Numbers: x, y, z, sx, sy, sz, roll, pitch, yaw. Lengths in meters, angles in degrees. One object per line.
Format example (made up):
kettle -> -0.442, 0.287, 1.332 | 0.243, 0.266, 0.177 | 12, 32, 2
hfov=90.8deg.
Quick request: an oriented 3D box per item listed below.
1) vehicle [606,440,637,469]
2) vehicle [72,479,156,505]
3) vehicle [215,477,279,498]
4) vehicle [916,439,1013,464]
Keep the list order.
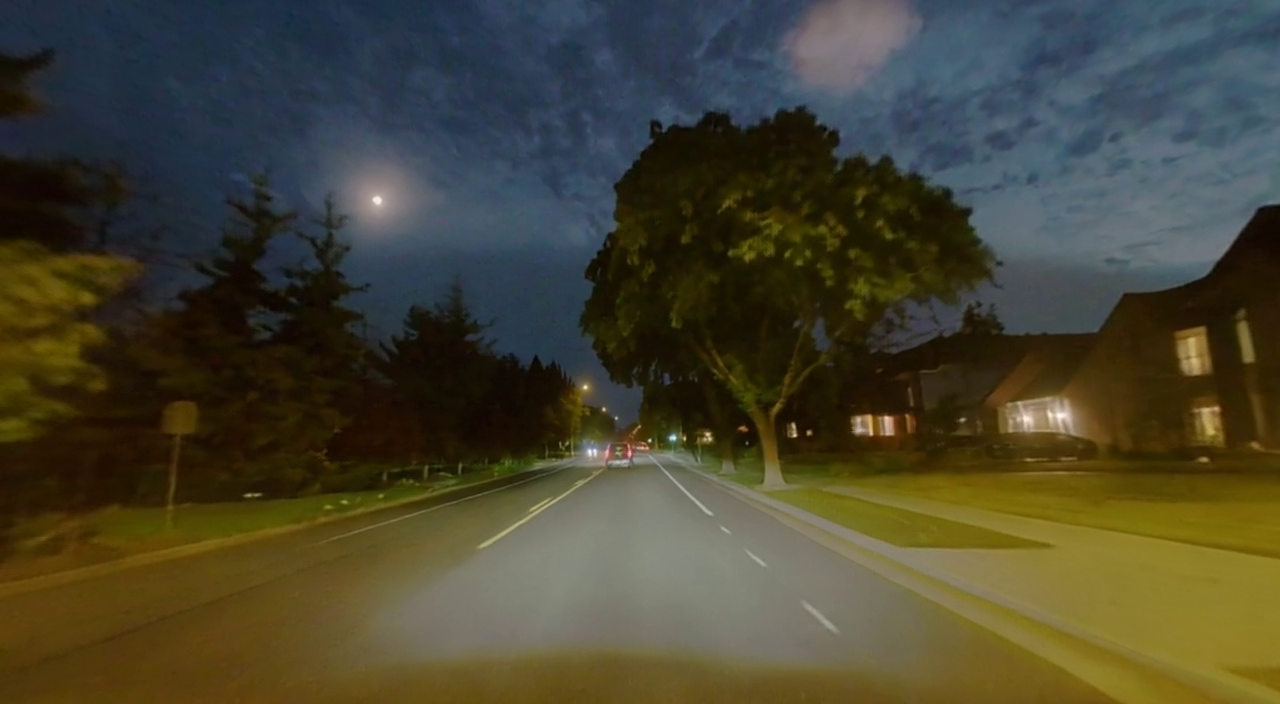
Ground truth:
vehicle -> -1.360, 7.682, 47.642 | 2.210, 2.023, 4.663 | 0, -9, -1
vehicle -> -31.057, 8.248, 37.318 | 3.502, 1.310, 1.729 | -1, -8, 5
vehicle -> -29.542, 10.205, 47.558 | 3.675, 1.432, 1.636 | 0, -9, 3
vehicle -> 14.392, 4.447, 28.318 | 1.987, 1.039, 4.499 | 0, -9, 0
